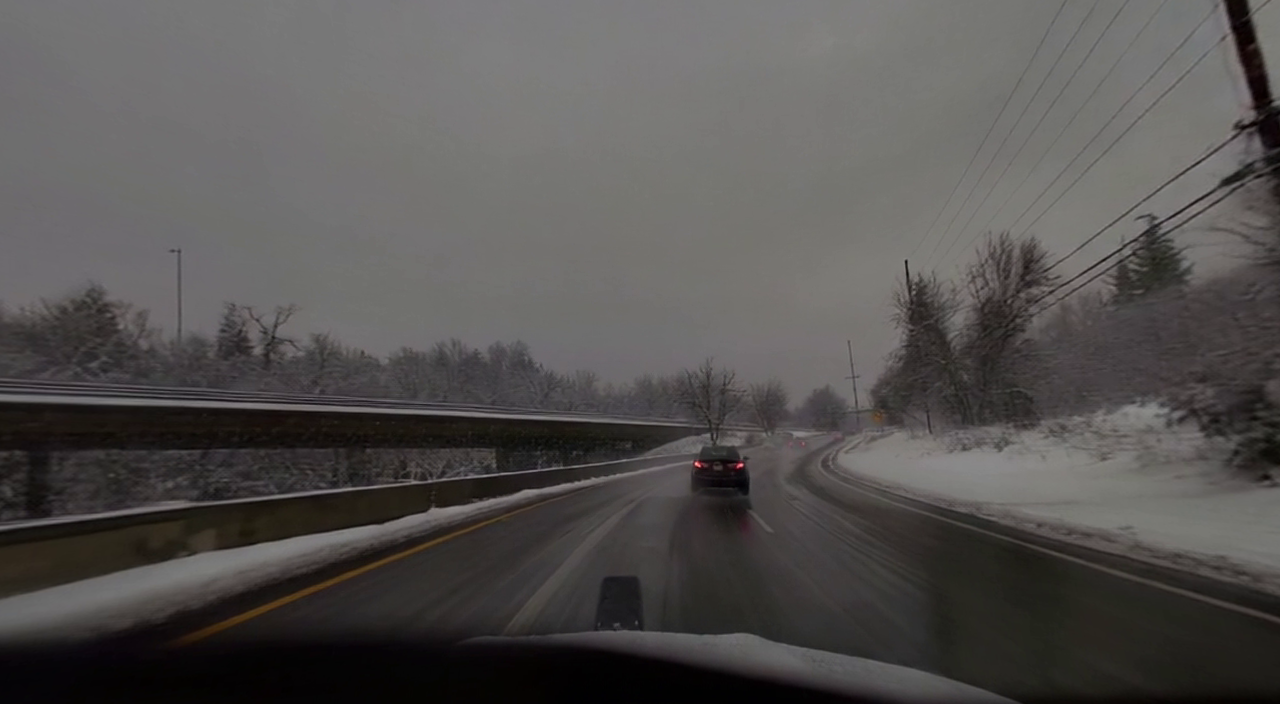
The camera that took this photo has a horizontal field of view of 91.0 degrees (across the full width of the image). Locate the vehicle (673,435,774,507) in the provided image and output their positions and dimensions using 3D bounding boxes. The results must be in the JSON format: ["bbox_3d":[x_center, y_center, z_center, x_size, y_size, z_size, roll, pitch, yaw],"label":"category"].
[{"bbox_3d":[2.017,2.841,15.509,2.091,1.482,4.321,-1,-9,7],"label":"vehicle"}]
